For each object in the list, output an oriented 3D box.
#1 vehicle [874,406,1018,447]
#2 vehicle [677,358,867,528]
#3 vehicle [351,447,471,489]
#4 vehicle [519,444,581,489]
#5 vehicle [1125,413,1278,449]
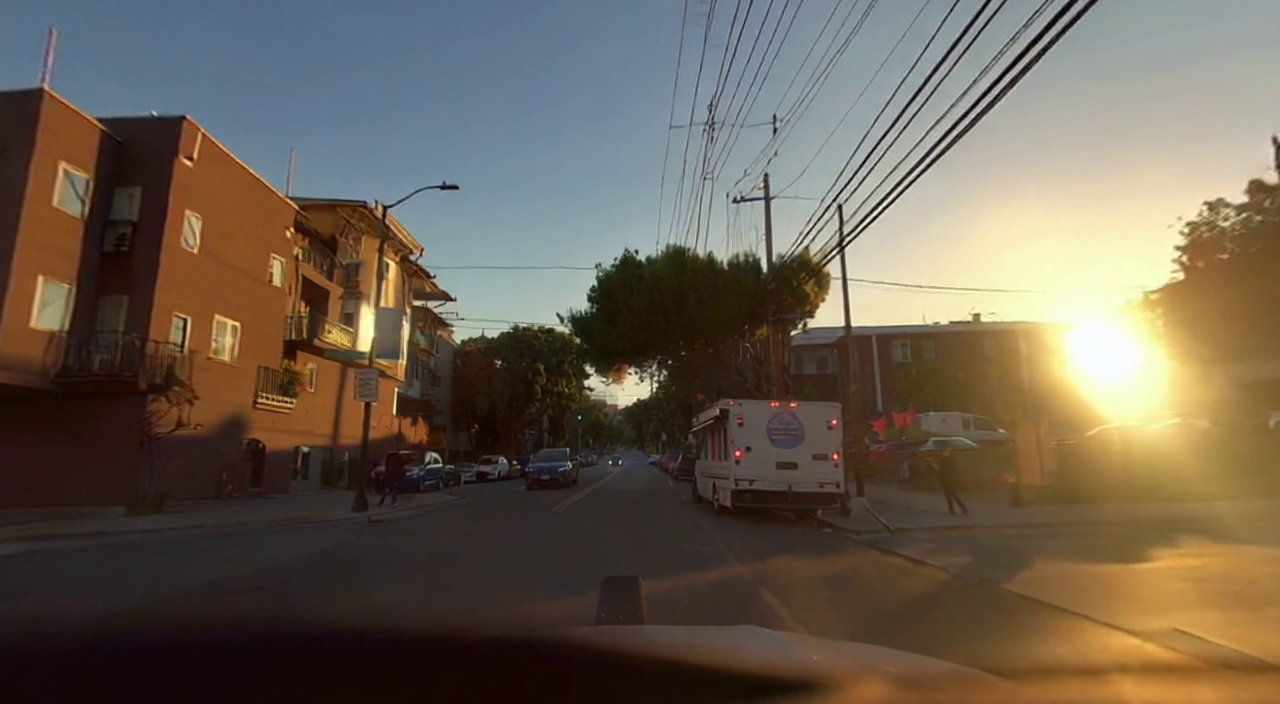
[{"bbox_3d":[11.227,2.783,23.389,4.396,1.459,1.749,0,-8,-2],"label":"vehicle"},{"bbox_3d":[2.822,2.346,16.396,2.886,3.321,7.809,0,-8,-3],"label":"vehicle"},{"bbox_3d":[-10.783,5.471,30.028,5.093,1.855,2.338,3,-10,-20],"label":"vehicle"},{"bbox_3d":[-3.641,4.678,26.198,1.952,1.708,4.096,0,-8,0],"label":"vehicle"},{"bbox_3d":[23.426,3.313,26.474,4.641,1.441,1.745,0,-8,1],"label":"vehicle"}]
